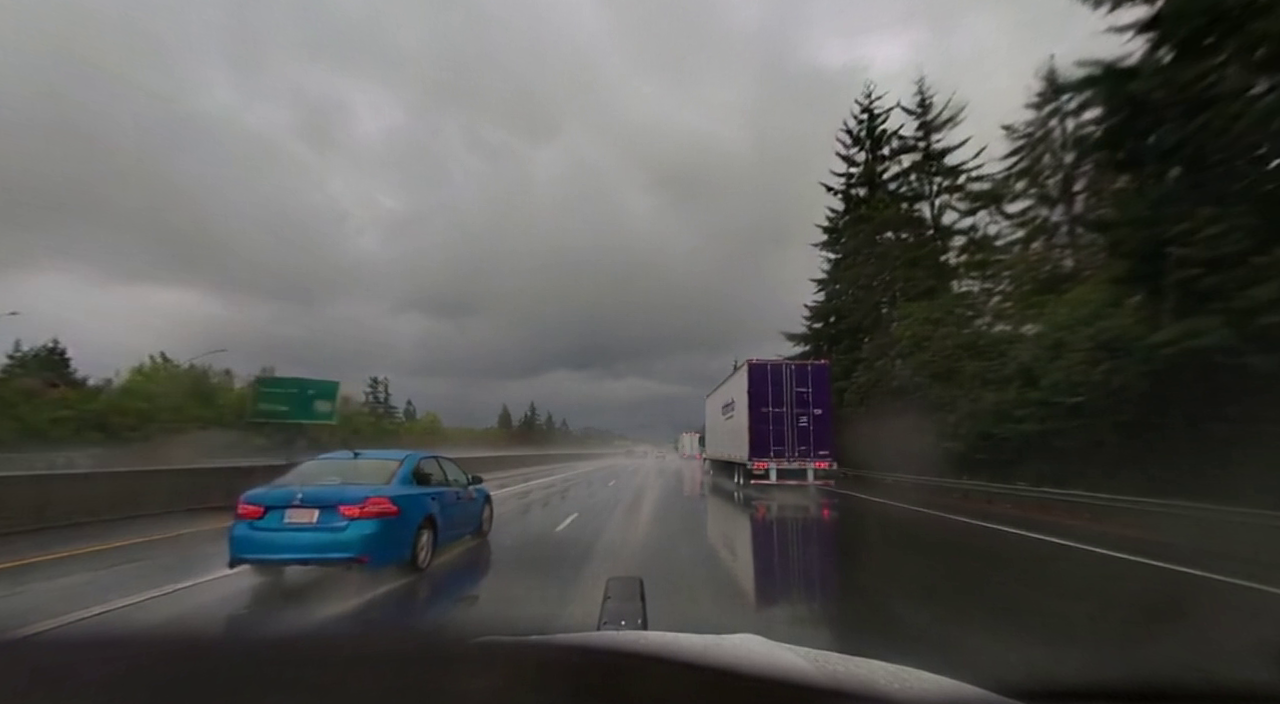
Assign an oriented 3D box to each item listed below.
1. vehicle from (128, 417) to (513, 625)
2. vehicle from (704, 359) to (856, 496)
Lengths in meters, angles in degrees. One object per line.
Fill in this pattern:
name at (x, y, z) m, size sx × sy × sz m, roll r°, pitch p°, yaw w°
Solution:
vehicle at (-2.905, 1.641, 7.093) m, size 1.960 × 1.579 × 4.384 m, roll 0°, pitch -9°, yaw 1°
vehicle at (4.716, 3.211, 25.012) m, size 2.858 × 3.952 × 13.731 m, roll 0°, pitch -9°, yaw 0°
